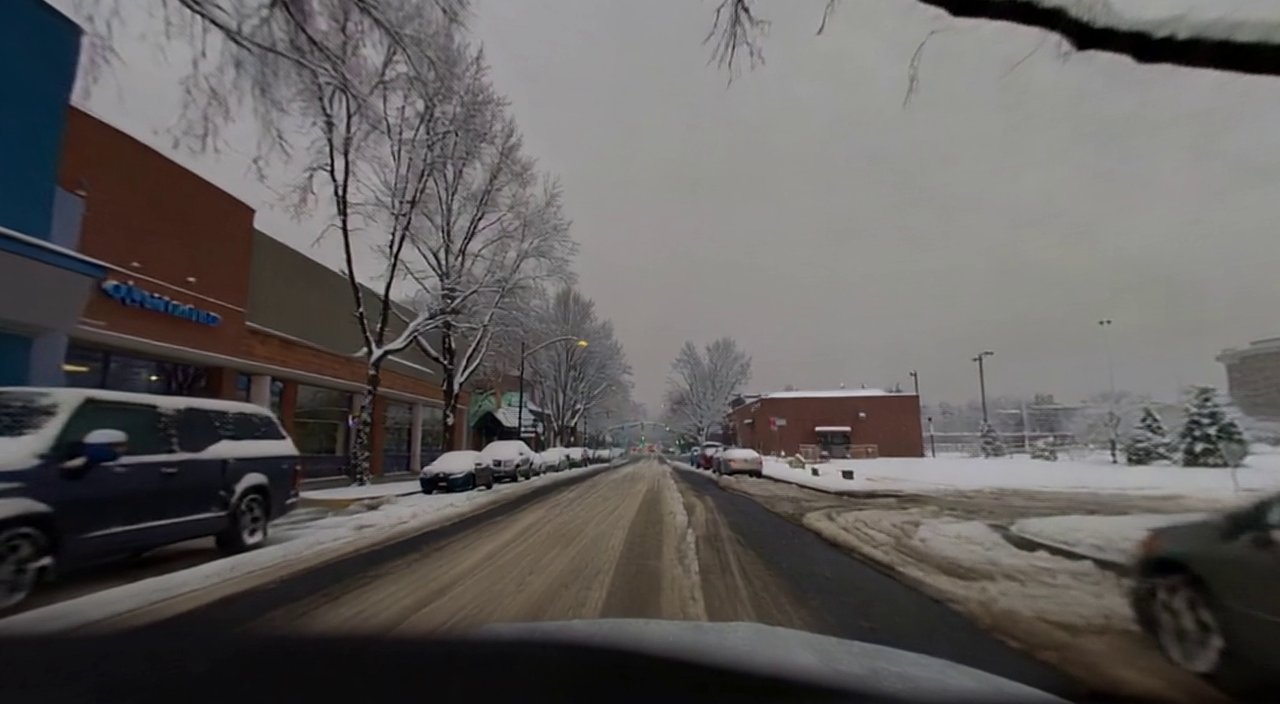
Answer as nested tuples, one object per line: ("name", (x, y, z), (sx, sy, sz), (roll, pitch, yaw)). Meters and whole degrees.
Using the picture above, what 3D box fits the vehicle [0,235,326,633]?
("vehicle", (-6.818, 0.958, 7.413), (2.851, 3.375, 6.057), (0, -7, 2))

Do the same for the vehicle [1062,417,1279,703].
("vehicle", (4.075, 0.949, 2.238), (2.091, 1.501, 4.245), (0, -8, -2))

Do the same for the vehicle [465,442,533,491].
("vehicle", (-6.409, 5.191, 29.139), (2.238, 1.891, 4.780), (-1, -7, -2))

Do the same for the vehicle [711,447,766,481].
("vehicle", (4.834, 5.531, 31.522), (1.973, 1.494, 4.867), (-1, -8, 0))

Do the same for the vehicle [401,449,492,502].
("vehicle", (-6.611, 4.225, 22.079), (1.917, 1.487, 4.659), (-2, -8, -3))
